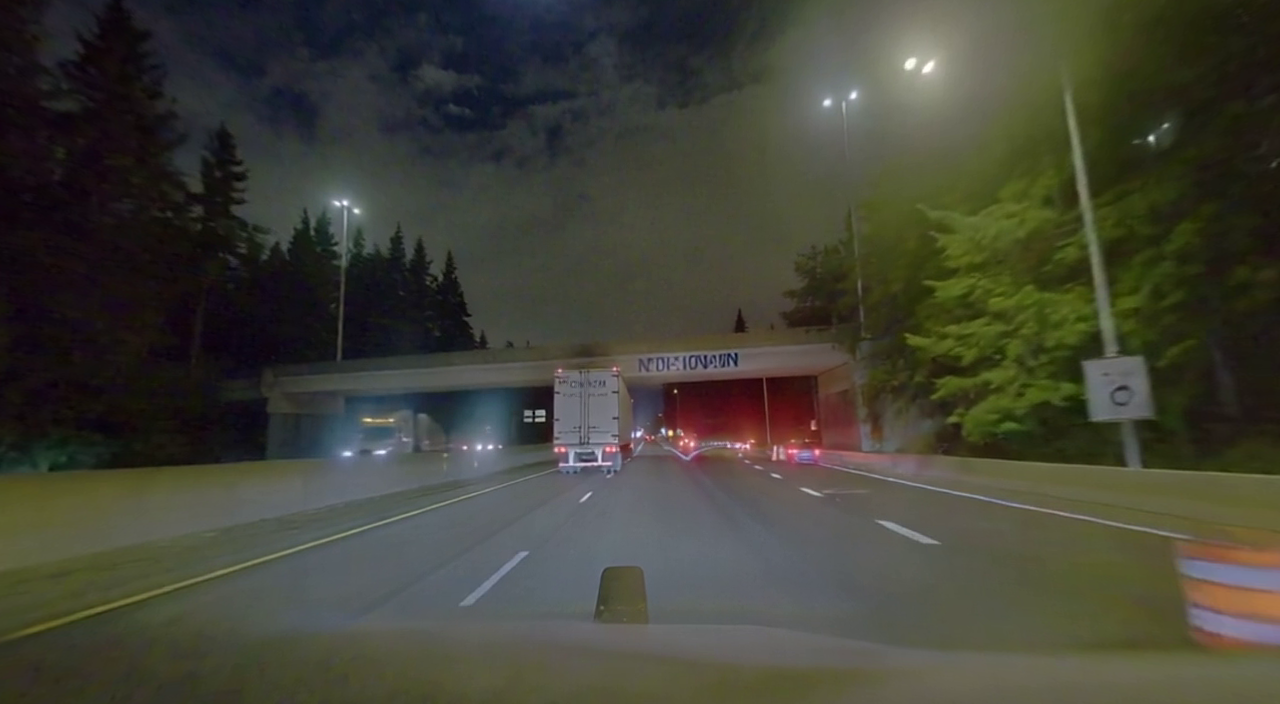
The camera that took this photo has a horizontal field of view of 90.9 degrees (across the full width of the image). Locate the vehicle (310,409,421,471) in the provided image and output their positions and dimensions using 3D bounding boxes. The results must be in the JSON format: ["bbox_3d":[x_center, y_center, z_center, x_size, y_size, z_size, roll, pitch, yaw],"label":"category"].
[{"bbox_3d":[-16.655,5.468,39.123,2.971,3.438,8.346,0,-8,1],"label":"vehicle"}]

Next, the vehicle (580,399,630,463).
[{"bbox_3d":[-2.319,5.822,45.692,2.845,4.049,10.214,0,-8,1],"label":"vehicle"}]
